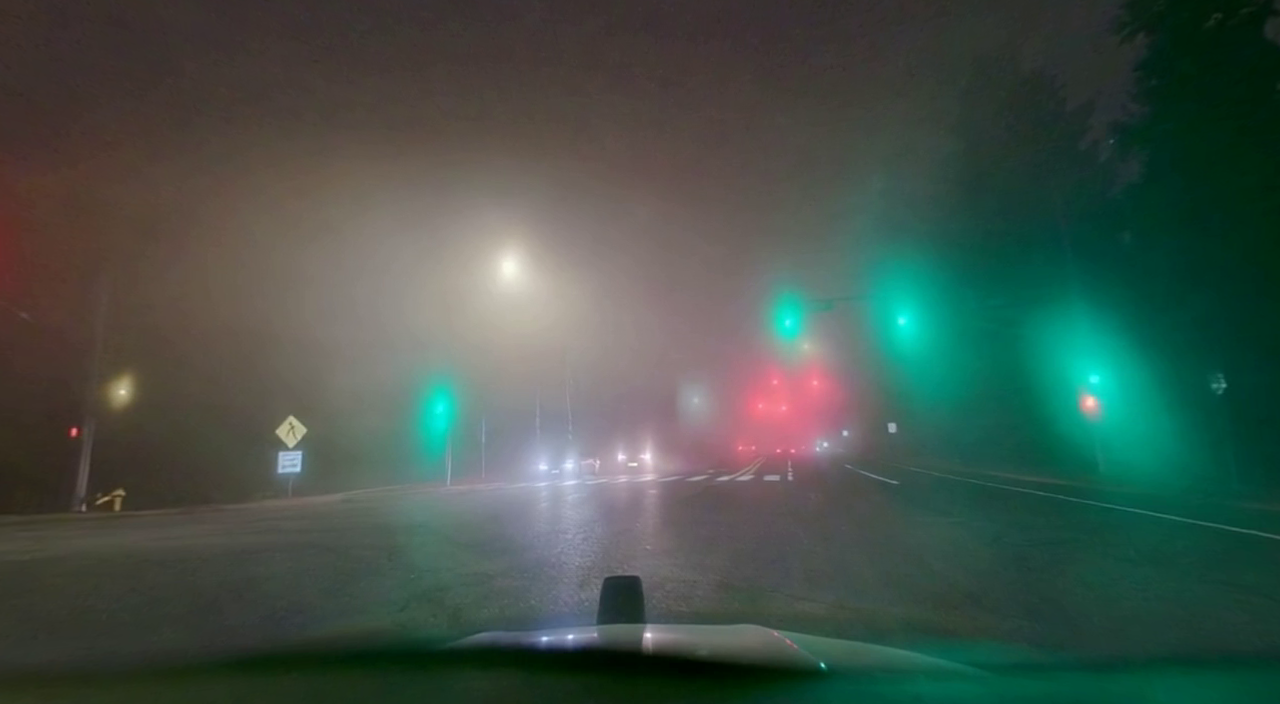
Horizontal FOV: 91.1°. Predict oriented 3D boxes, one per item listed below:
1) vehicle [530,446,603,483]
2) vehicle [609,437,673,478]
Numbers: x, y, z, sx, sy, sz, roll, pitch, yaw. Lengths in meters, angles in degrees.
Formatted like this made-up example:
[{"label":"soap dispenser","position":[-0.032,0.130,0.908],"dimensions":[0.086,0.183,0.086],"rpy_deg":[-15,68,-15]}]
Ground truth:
[{"label":"vehicle","position":[-3.161,4.970,28.020],"dimensions":[2.029,1.504,4.293],"rpy_deg":[-2,-9,11]},{"label":"vehicle","position":[0.158,4.760,28.535],"dimensions":[2.090,1.697,4.341],"rpy_deg":[-2,-9,11]}]
